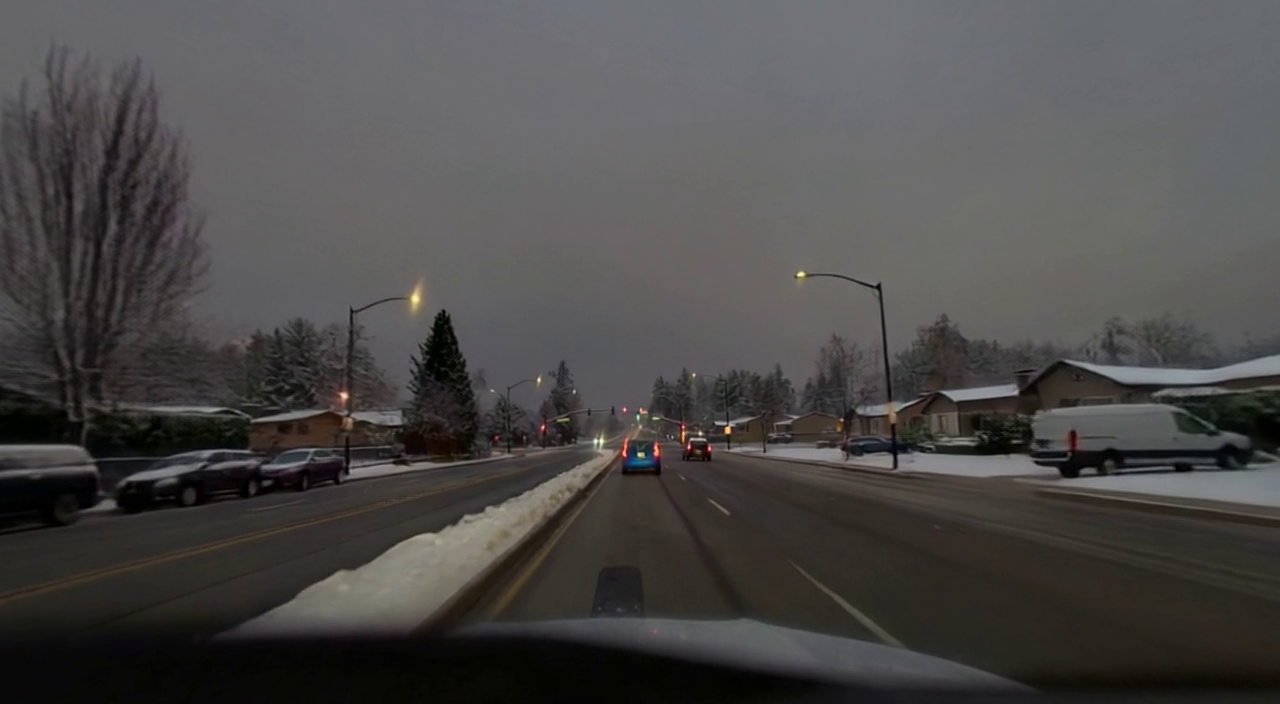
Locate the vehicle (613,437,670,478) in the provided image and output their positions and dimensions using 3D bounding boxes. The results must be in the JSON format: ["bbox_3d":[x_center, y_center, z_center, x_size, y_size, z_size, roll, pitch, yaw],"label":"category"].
[{"bbox_3d":[0.025,4.163,25.147,2.093,1.497,4.010,0,-9,-1],"label":"vehicle"}]

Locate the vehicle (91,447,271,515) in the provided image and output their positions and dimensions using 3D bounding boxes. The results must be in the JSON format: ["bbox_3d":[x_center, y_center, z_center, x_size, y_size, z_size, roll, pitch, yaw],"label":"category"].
[{"bbox_3d":[-14.508,4.045,20.477,2.140,1.899,4.900,0,-9,0],"label":"vehicle"}]

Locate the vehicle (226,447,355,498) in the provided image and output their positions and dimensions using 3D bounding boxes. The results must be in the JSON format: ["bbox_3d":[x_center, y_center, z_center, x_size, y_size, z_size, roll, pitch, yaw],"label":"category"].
[{"bbox_3d":[-14.275,4.904,26.329,2.078,1.833,5.666,-1,-9,1],"label":"vehicle"}]

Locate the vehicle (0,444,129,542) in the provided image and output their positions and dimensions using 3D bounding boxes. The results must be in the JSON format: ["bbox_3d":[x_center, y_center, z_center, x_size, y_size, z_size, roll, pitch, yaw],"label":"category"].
[{"bbox_3d":[-14.422,2.959,13.304,2.351,2.008,5.971,0,-9,-1],"label":"vehicle"}]

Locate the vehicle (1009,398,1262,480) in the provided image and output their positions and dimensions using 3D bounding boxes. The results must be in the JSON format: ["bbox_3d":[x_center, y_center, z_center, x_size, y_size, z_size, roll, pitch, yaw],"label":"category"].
[{"bbox_3d":[14.795,2.636,19.164,5.696,2.299,2.292,0,-9,-2],"label":"vehicle"}]

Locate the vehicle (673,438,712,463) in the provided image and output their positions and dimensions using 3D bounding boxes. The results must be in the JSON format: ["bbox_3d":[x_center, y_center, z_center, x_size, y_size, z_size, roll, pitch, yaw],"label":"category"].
[{"bbox_3d":[3.431,6.553,42.026,2.161,1.519,4.568,0,-9,0],"label":"vehicle"}]

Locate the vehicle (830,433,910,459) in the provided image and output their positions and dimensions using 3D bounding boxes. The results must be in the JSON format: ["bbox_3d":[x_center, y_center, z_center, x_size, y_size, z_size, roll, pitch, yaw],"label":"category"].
[{"bbox_3d":[15.175,6.227,41.813,4.456,1.520,1.911,-2,-9,-2],"label":"vehicle"}]
